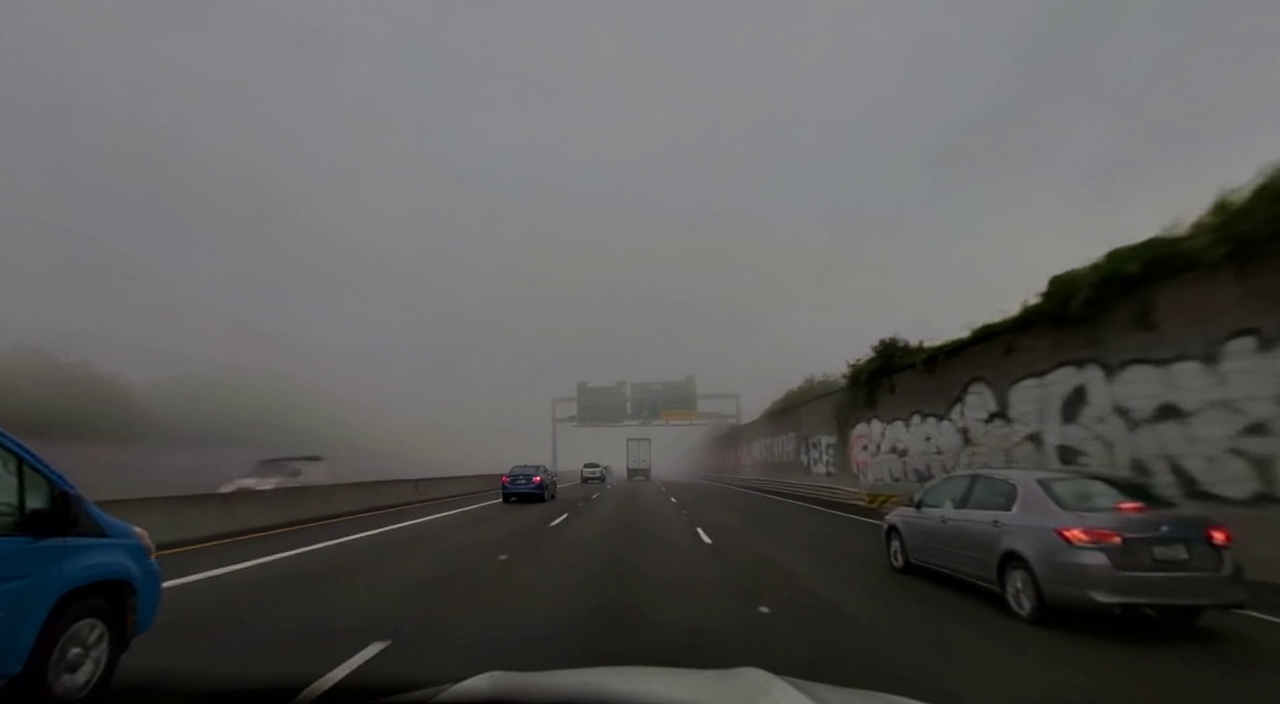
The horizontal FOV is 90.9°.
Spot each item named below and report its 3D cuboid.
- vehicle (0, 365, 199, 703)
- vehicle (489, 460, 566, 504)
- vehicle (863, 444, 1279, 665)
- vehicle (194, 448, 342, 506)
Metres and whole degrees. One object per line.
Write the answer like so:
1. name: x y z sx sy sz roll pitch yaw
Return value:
1. vehicle: -3.386 0.618 1.050 2.004 1.610 4.508 1 -10 0
2. vehicle: -4.028 4.760 23.324 2.054 1.443 4.131 1 -10 0
3. vehicle: 4.039 1.764 6.433 1.917 1.458 4.199 1 -10 -1
4. vehicle: -12.859 4.389 22.279 2.152 1.779 4.964 1 -10 0
